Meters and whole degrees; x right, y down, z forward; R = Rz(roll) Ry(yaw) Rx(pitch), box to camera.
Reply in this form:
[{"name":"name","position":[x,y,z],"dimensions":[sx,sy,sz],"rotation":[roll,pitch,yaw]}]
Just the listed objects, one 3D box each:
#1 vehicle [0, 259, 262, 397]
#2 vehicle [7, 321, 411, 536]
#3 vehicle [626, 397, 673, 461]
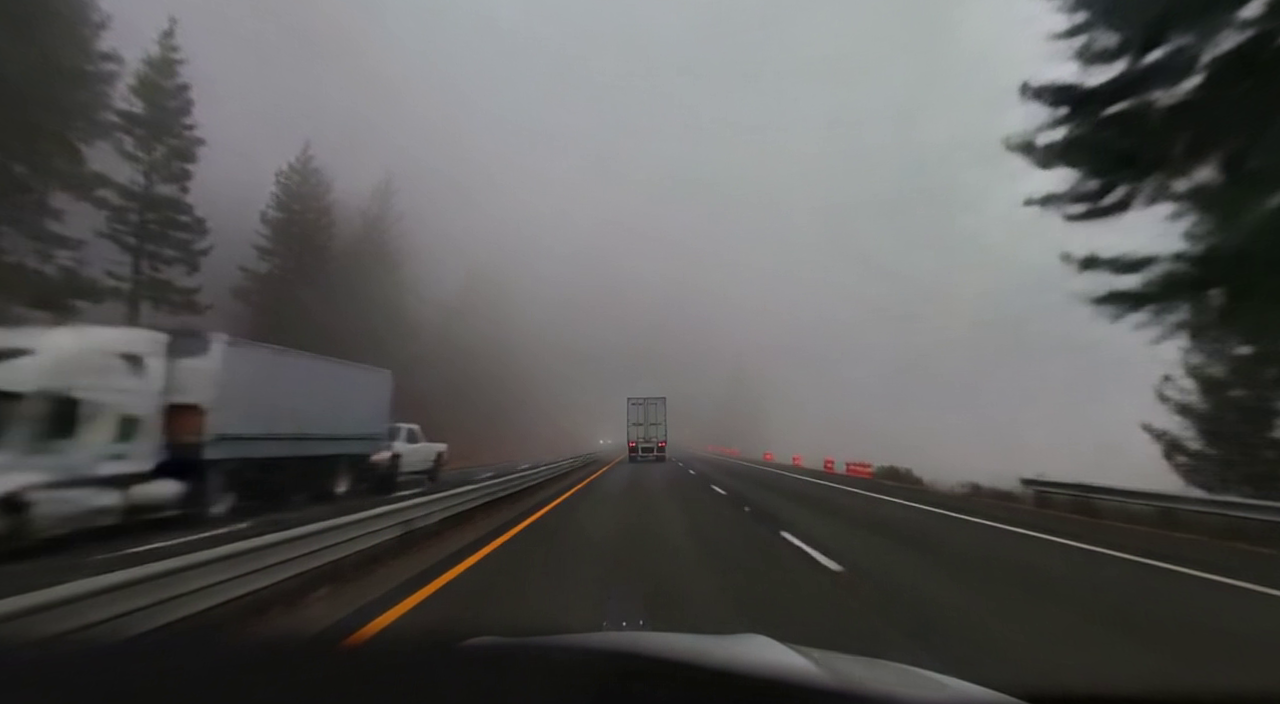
[{"name":"vehicle","position":[-9.040,-0.193,11.118],"dimensions":[2.028,1.661,4.493],"rotation":[-2,-7,0]},{"name":"vehicle","position":[-9.002,1.973,15.602],"dimensions":[2.974,3.579,9.935],"rotation":[-1,-8,0]},{"name":"vehicle","position":[0.510,5.711,45.756],"dimensions":[2.935,4.068,11.036],"rotation":[0,-8,-1]}]
